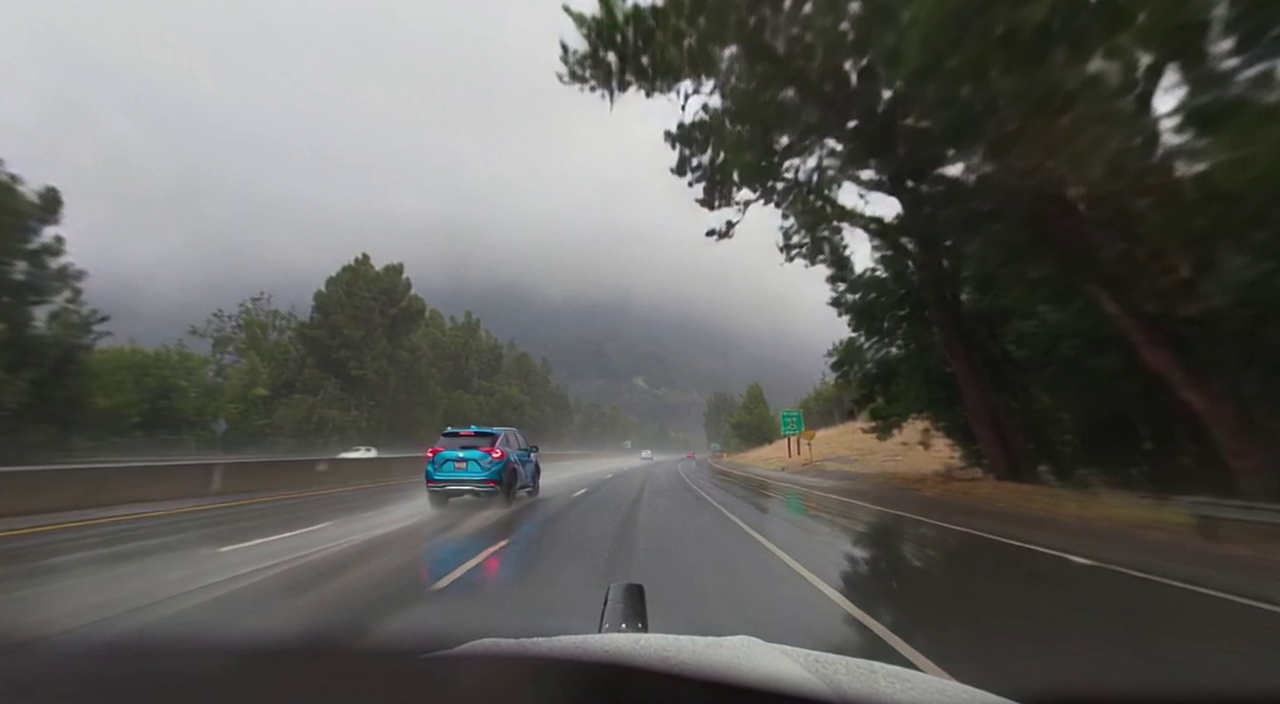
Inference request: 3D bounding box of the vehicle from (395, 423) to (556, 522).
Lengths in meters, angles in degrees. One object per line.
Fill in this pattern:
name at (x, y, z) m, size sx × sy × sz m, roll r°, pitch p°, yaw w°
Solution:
vehicle at (-3.353, 2.562, 14.013) m, size 2.183 × 1.803 × 4.685 m, roll 0°, pitch -8°, yaw 2°
